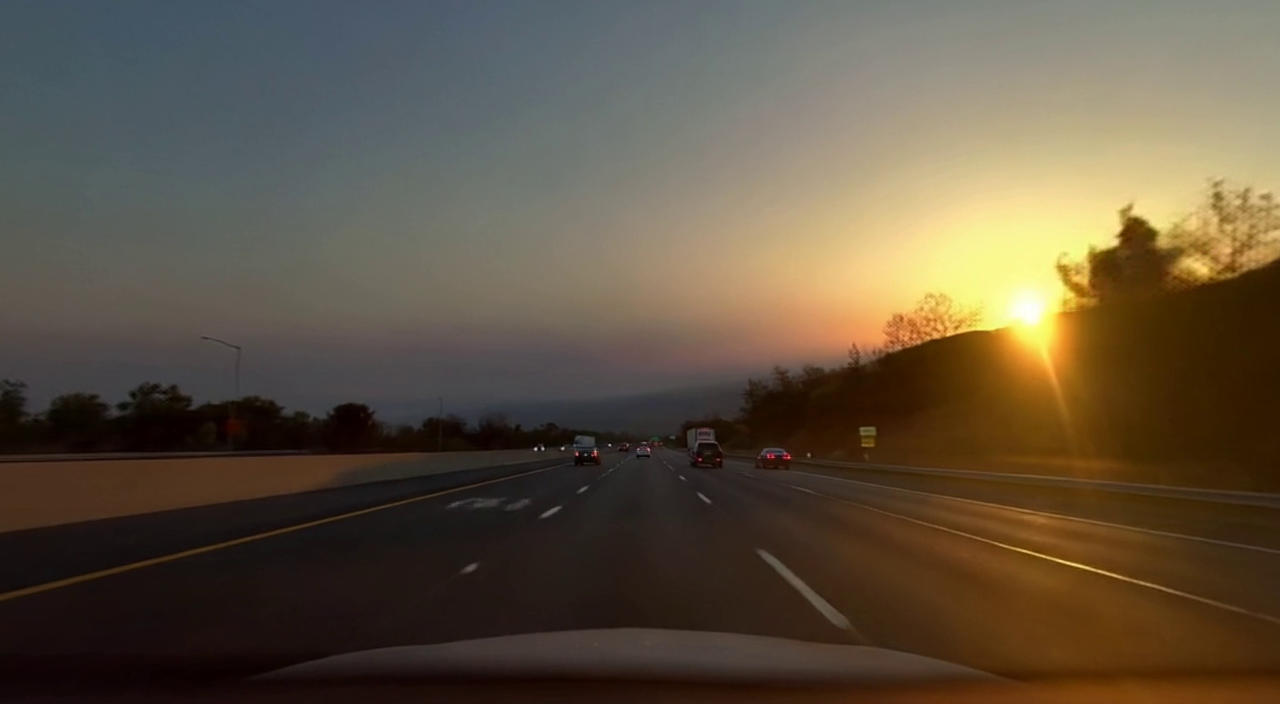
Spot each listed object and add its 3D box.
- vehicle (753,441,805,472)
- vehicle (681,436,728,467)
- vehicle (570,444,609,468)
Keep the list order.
[{"bbox_3d":[8.343,6.316,38.210,2.188,1.727,4.381,0,-9,1],"label":"vehicle"},{"bbox_3d":[4.432,7.009,44.298,2.770,1.990,5.755,0,-9,1],"label":"vehicle"},{"bbox_3d":[-3.295,6.907,42.051,2.164,1.507,4.748,0,-9,1],"label":"vehicle"}]
